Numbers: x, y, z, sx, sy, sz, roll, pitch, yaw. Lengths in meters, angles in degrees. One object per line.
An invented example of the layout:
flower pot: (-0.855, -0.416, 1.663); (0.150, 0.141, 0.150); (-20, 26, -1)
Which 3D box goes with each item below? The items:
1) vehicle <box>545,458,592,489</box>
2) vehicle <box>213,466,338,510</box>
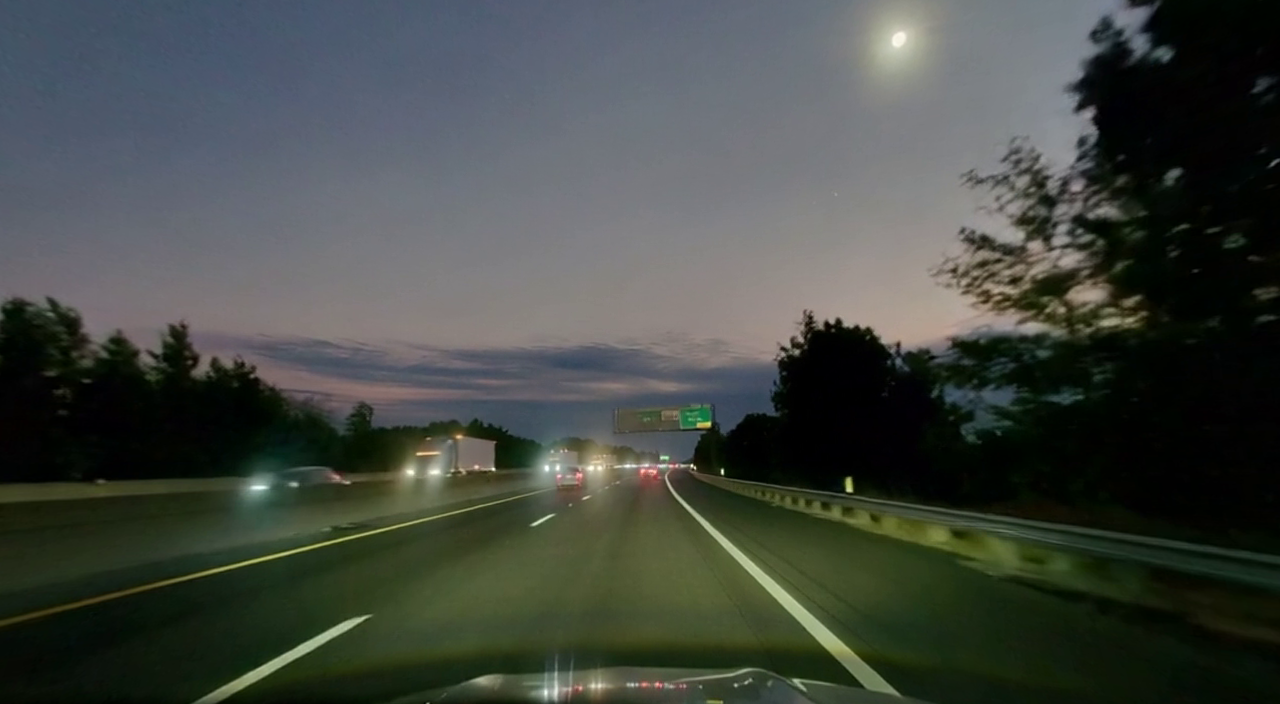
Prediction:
vehicle: (-4.226, 7.349, 38.157); (2.160, 1.721, 4.368); (1, -10, 2)
vehicle: (-13.238, 4.956, 23.270); (1.837, 1.427, 4.498); (1, -10, 1)
